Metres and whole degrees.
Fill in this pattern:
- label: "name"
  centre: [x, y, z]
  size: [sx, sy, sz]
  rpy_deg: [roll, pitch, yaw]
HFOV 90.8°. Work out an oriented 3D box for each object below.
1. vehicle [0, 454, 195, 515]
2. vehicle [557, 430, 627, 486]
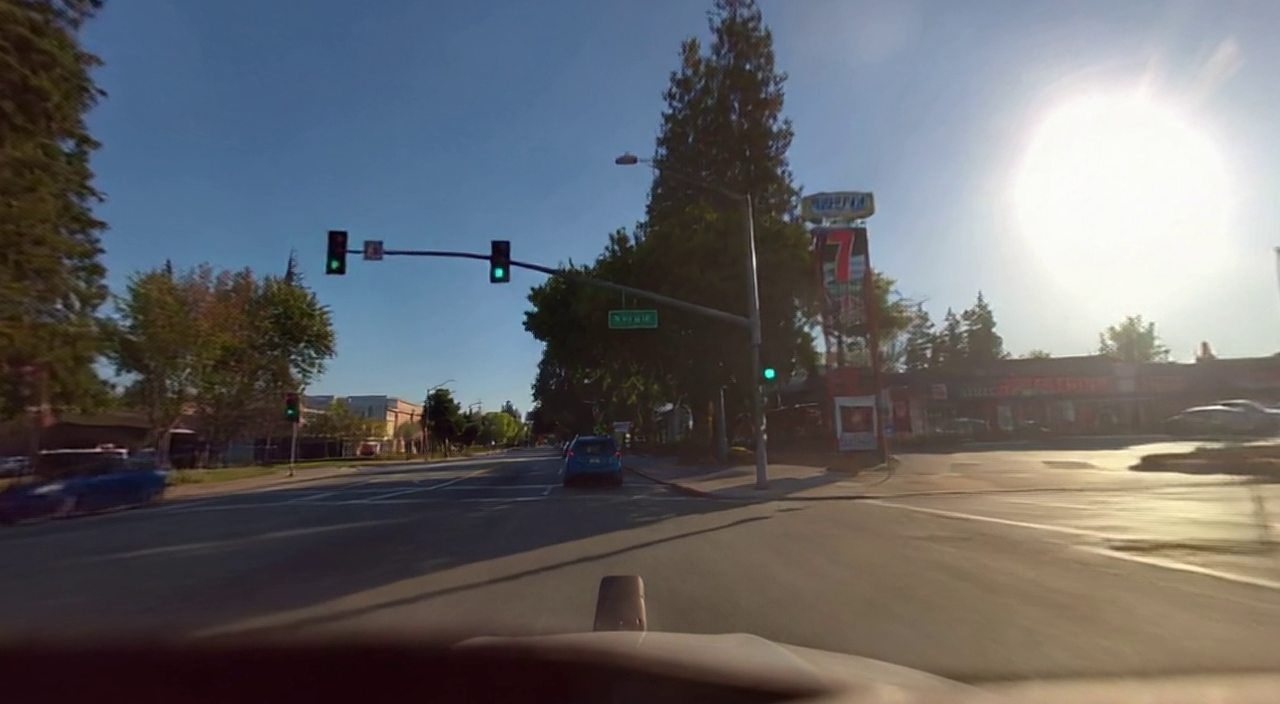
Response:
- label: "vehicle"
  centre: [-16.149, 3.834, 18.882]
  size: [1.873, 1.483, 4.657]
  rpy_deg: [-1, -8, 7]
- label: "vehicle"
  centre: [-1.650, 3.654, 22.085]
  size: [2.227, 1.733, 3.930]
  rpy_deg: [0, -8, -4]
